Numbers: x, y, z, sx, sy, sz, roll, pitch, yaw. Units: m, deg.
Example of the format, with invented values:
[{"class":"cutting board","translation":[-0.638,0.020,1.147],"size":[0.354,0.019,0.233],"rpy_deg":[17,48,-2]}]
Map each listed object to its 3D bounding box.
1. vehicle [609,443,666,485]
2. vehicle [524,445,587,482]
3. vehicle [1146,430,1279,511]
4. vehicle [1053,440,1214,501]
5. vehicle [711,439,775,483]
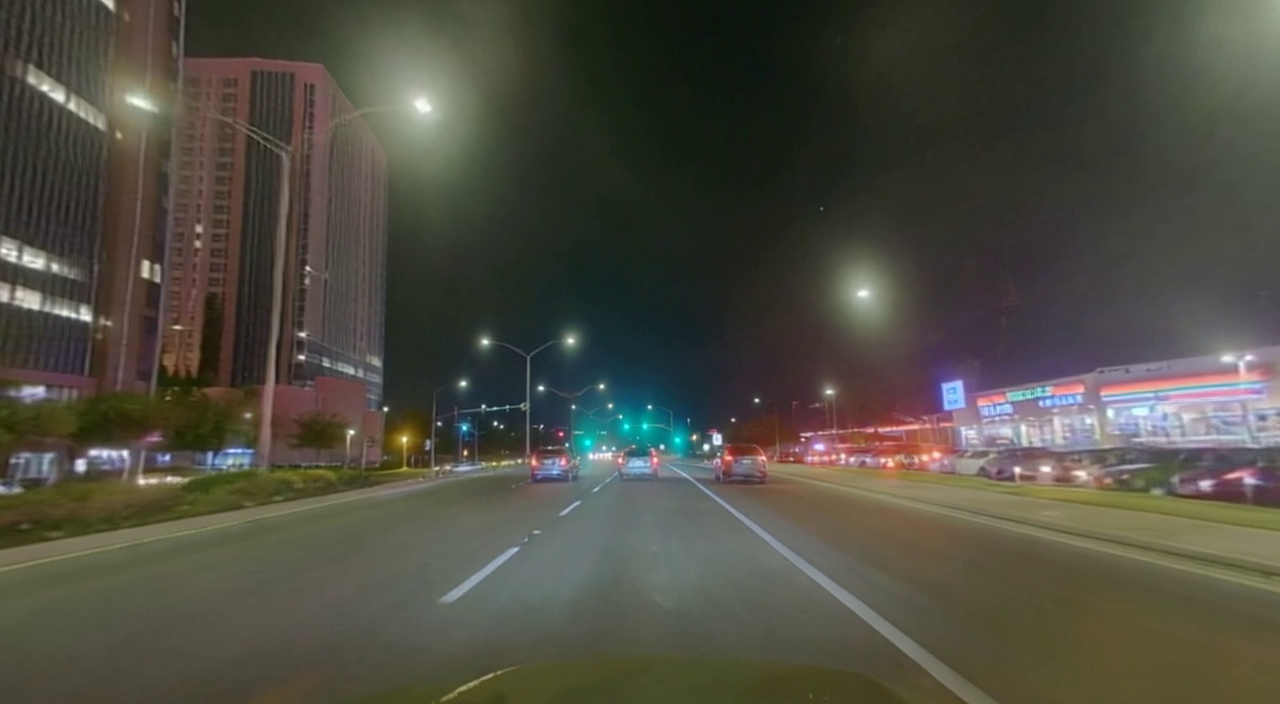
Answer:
[{"class":"vehicle","translation":[-0.082,4.404,25.037],"size":[2.059,1.477,3.988],"rpy_deg":[-1,-9,0]},{"class":"vehicle","translation":[-3.613,4.870,27.809],"size":[2.029,1.482,4.591],"rpy_deg":[-1,-9,2]},{"class":"vehicle","translation":[14.209,2.708,14.887],"size":[4.172,1.648,1.922],"rpy_deg":[4,-10,-29]},{"class":"vehicle","translation":[13.726,3.245,17.531],"size":[3.892,1.447,1.956],"rpy_deg":[3,-10,-28]},{"class":"vehicle","translation":[4.281,4.604,26.915],"size":[2.007,1.683,4.171],"rpy_deg":[0,-9,0]}]
